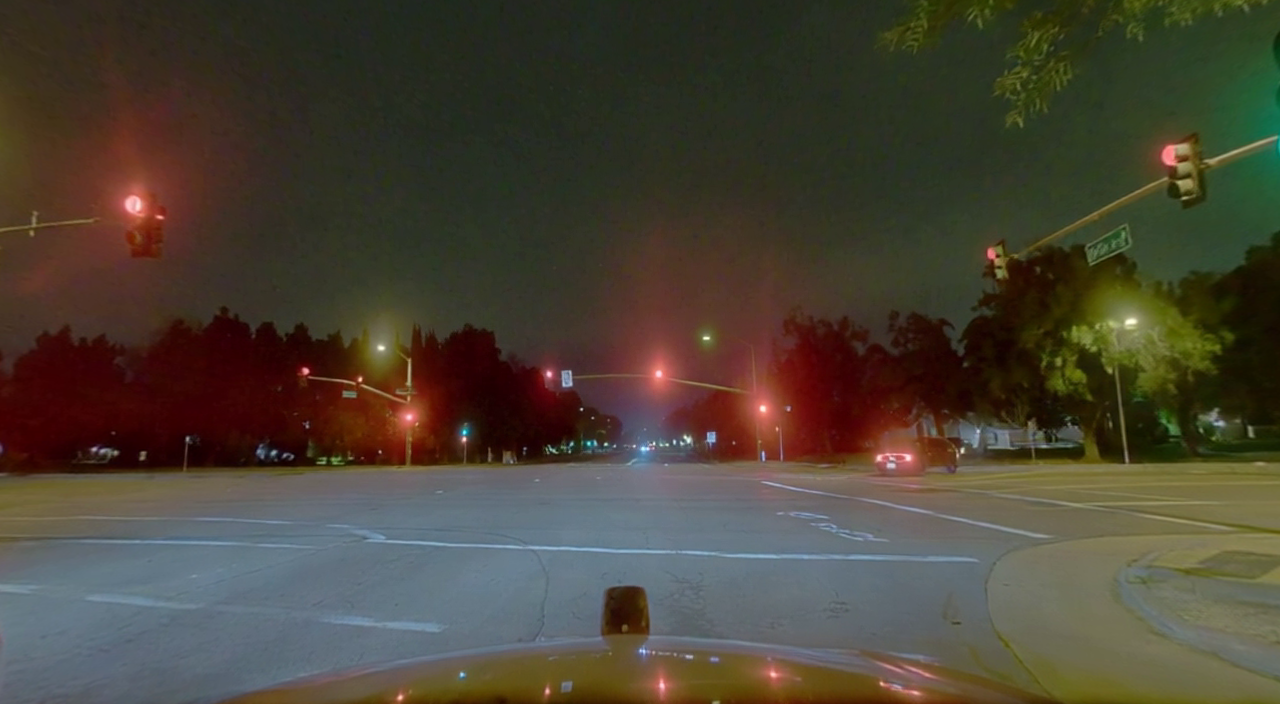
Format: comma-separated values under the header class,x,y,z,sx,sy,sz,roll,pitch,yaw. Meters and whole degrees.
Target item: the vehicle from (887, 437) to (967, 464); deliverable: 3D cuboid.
class,x,y,z,sx,sy,sz,roll,pitch,yaw
vehicle,16.115,5.560,35.567,3.952,1.468,1.768,-4,-9,22
